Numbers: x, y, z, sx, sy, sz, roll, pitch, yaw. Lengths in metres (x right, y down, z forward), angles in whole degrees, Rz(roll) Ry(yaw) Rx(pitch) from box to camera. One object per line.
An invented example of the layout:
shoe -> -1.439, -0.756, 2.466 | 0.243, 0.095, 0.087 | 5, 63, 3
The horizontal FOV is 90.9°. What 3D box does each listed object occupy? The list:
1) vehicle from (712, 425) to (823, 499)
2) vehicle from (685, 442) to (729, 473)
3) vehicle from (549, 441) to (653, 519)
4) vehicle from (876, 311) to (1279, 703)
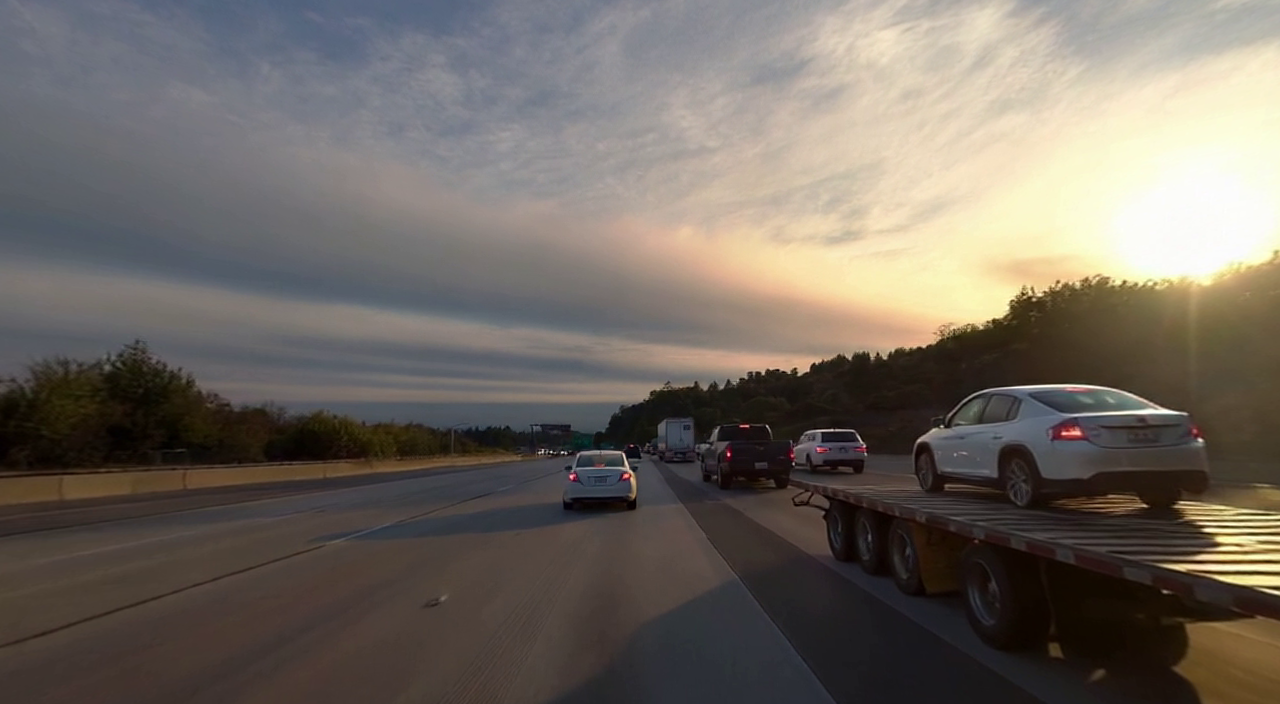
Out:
vehicle -> 3.535, 3.161, 18.297 | 2.303, 1.889, 3.920 | 0, -9, -1
vehicle -> 3.680, 5.922, 35.486 | 1.938, 1.660, 4.223 | 0, -9, -1
vehicle -> -0.737, 2.761, 14.001 | 1.991, 1.466, 3.675 | 0, -9, 0
vehicle -> 3.413, 1.005, 4.095 | 1.959, 1.783, 4.407 | 0, -9, -1
